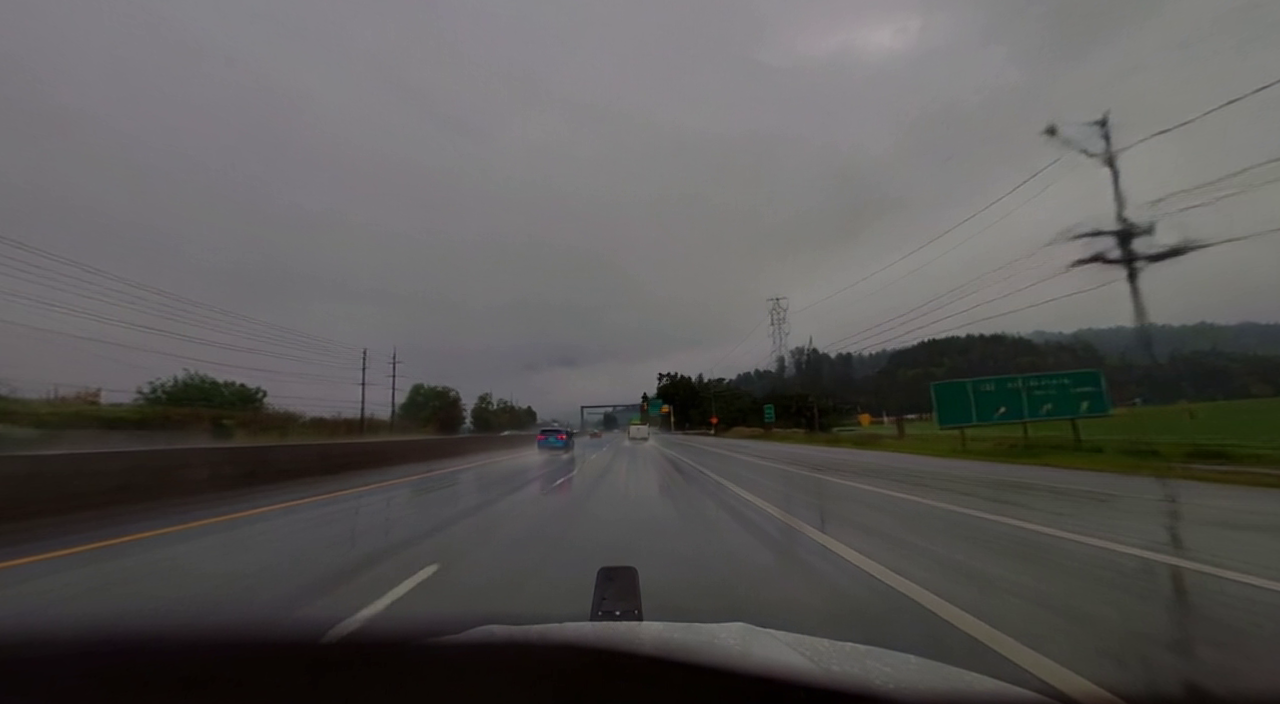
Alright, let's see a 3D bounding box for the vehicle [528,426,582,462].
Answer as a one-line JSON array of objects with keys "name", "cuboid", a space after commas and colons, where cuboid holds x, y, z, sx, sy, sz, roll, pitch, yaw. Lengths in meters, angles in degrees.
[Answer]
[{"name": "vehicle", "cuboid": [-3.957, 4.340, 29.940, 2.023, 1.580, 4.259, 0, -8, -1]}]
